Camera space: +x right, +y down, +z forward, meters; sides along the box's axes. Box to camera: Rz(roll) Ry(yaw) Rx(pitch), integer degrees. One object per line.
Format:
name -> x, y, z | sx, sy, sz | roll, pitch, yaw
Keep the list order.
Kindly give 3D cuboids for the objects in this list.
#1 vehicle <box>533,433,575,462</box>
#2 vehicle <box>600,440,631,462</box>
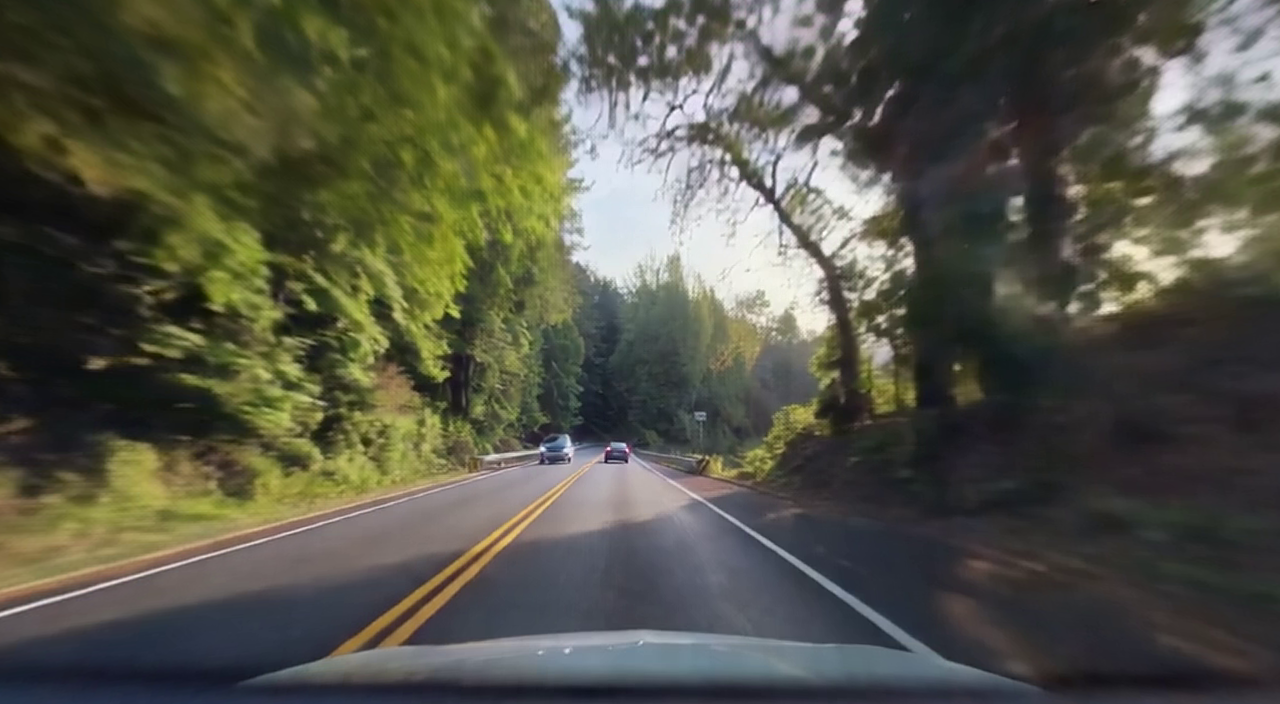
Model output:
vehicle -> -5.676, 6.419, 42.495 | 2.223, 1.836, 5.392 | 0, -8, -2
vehicle -> -1.773, 7.105, 45.534 | 2.120, 1.491, 4.349 | 0, -8, -3
